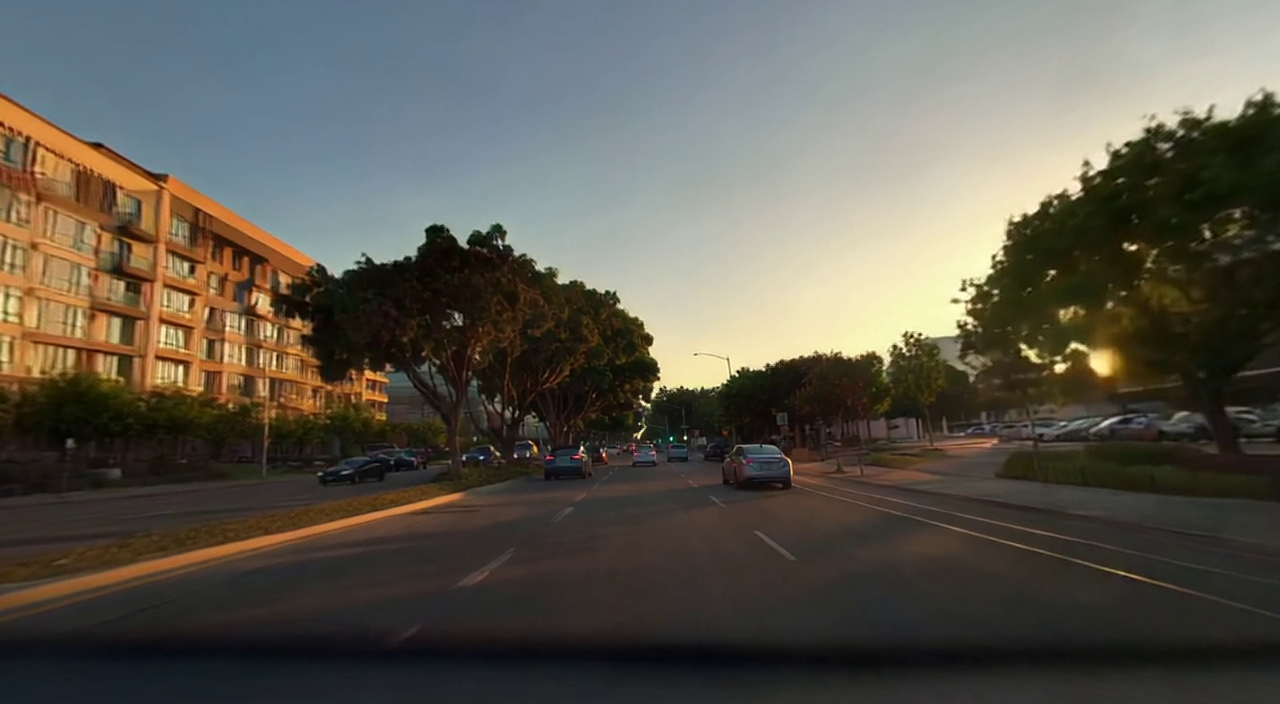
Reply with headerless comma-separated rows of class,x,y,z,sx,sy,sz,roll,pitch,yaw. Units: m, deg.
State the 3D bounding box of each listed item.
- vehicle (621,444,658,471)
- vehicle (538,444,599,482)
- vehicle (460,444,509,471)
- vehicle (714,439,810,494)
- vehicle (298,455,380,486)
vehicle,-0.028,6.291,37.849,2.101,1.480,3.929,0,-8,0
vehicle,-2.982,4.739,27.245,2.082,1.467,4.379,0,-8,1
vehicle,-12.106,8.231,49.417,2.296,1.941,5.816,0,-8,1
vehicle,3.635,3.493,19.656,1.990,1.486,4.431,0,-8,-1
vehicle,-15.888,6.252,33.575,2.018,1.465,4.672,0,-8,1
